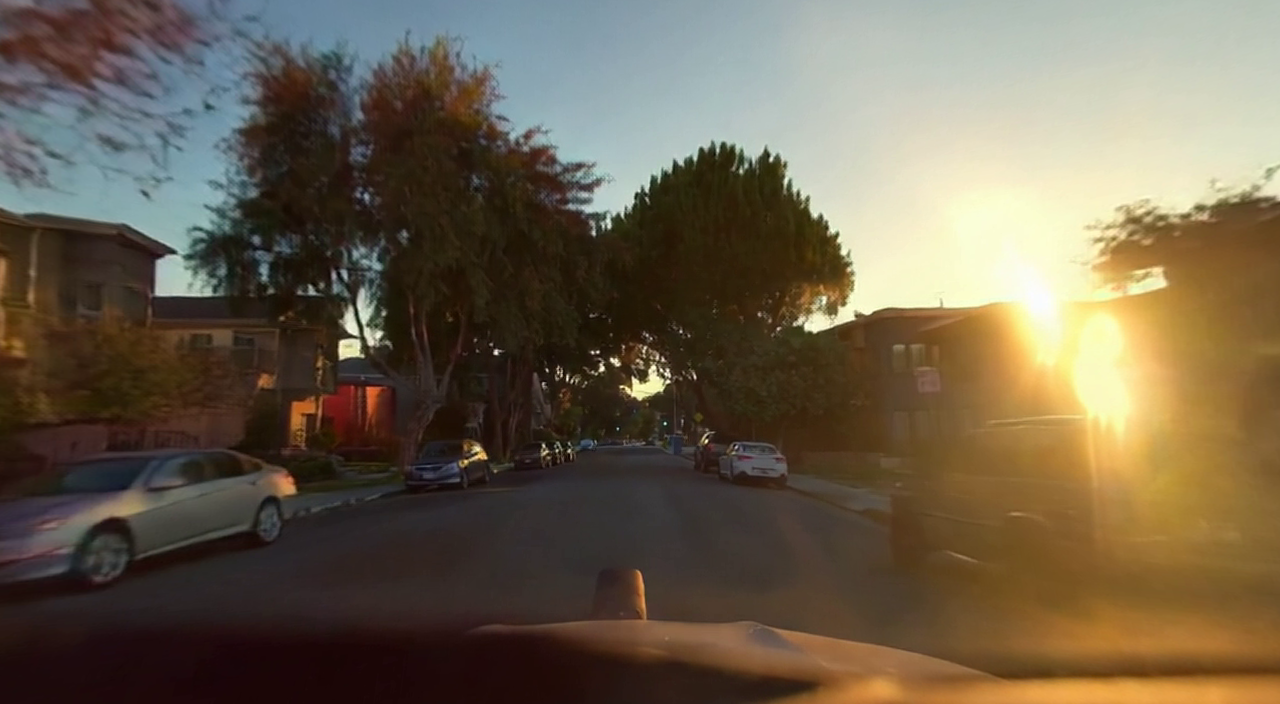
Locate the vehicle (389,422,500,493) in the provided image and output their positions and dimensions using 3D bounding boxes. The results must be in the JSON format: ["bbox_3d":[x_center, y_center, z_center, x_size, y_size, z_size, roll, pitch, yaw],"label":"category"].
[{"bbox_3d":[-5.922,3.287,19.749,2.106,1.760,4.573,-4,-9,-2],"label":"vehicle"}]

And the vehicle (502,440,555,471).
[{"bbox_3d":[-5.771,5.395,33.241,1.998,1.485,4.476,0,-8,0],"label":"vehicle"}]

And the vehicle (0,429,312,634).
[{"bbox_3d":[-5.811,1.729,7.123,1.901,1.475,4.425,-5,-6,0],"label":"vehicle"}]

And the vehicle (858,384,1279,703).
[{"bbox_3d":[3.517,1.287,5.098,1.950,1.647,4.425,0,-8,0],"label":"vehicle"}]

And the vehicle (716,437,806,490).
[{"bbox_3d":[3.723,3.514,20.267,1.968,1.505,4.368,0,-8,0],"label":"vehicle"}]
